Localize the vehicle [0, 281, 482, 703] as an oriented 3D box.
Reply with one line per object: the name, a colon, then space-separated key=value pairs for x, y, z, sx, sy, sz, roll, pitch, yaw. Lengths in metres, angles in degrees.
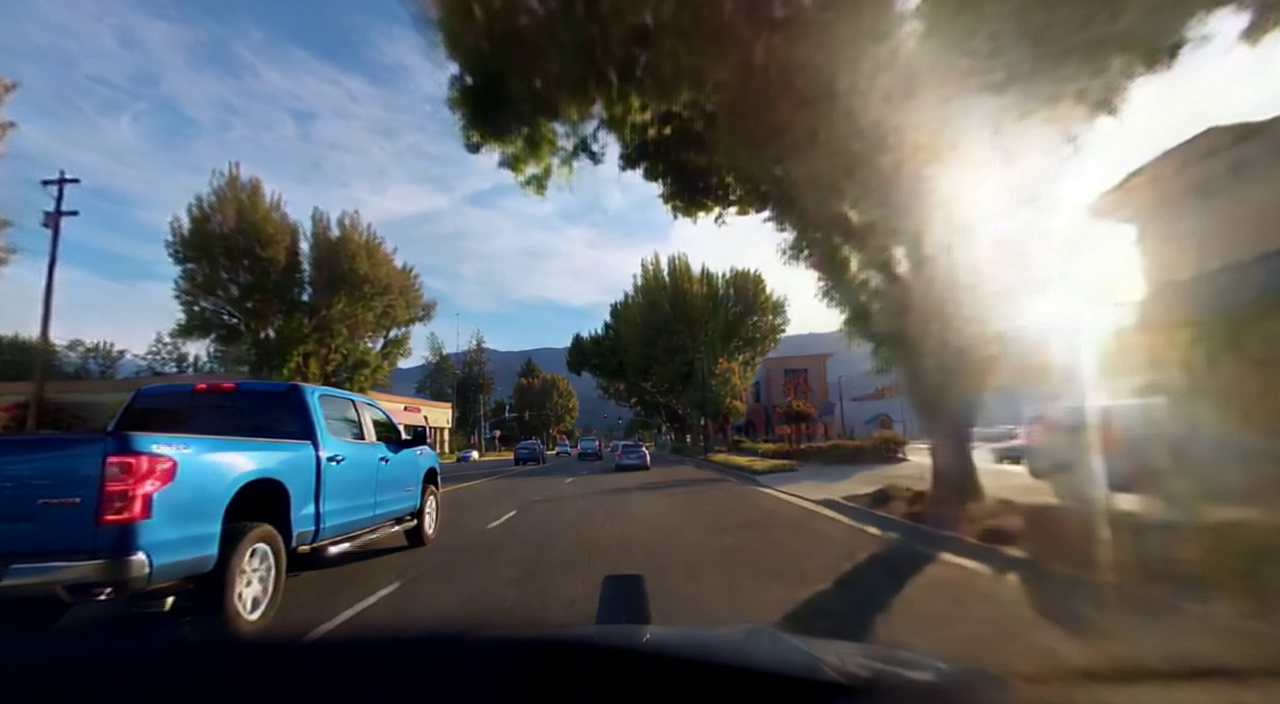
vehicle: x=-3.740 y=1.220 z=5.918 sx=2.552 sy=2.079 sz=6.810 roll=0 pitch=-8 yaw=2

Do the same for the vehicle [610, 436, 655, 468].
vehicle: x=-0.356 y=5.219 z=32.890 sx=2.191 sy=1.530 sz=4.470 roll=0 pitch=-8 yaw=0

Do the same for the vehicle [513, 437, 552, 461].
vehicle: x=-8.463 y=7.680 z=49.803 sx=2.146 sy=1.788 sz=5.153 roll=0 pitch=-8 yaw=1

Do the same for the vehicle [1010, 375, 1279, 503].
vehicle: x=8.918 y=1.455 z=10.553 sx=5.109 sy=1.735 sz=1.997 roll=4 pitch=-9 yaw=-25
